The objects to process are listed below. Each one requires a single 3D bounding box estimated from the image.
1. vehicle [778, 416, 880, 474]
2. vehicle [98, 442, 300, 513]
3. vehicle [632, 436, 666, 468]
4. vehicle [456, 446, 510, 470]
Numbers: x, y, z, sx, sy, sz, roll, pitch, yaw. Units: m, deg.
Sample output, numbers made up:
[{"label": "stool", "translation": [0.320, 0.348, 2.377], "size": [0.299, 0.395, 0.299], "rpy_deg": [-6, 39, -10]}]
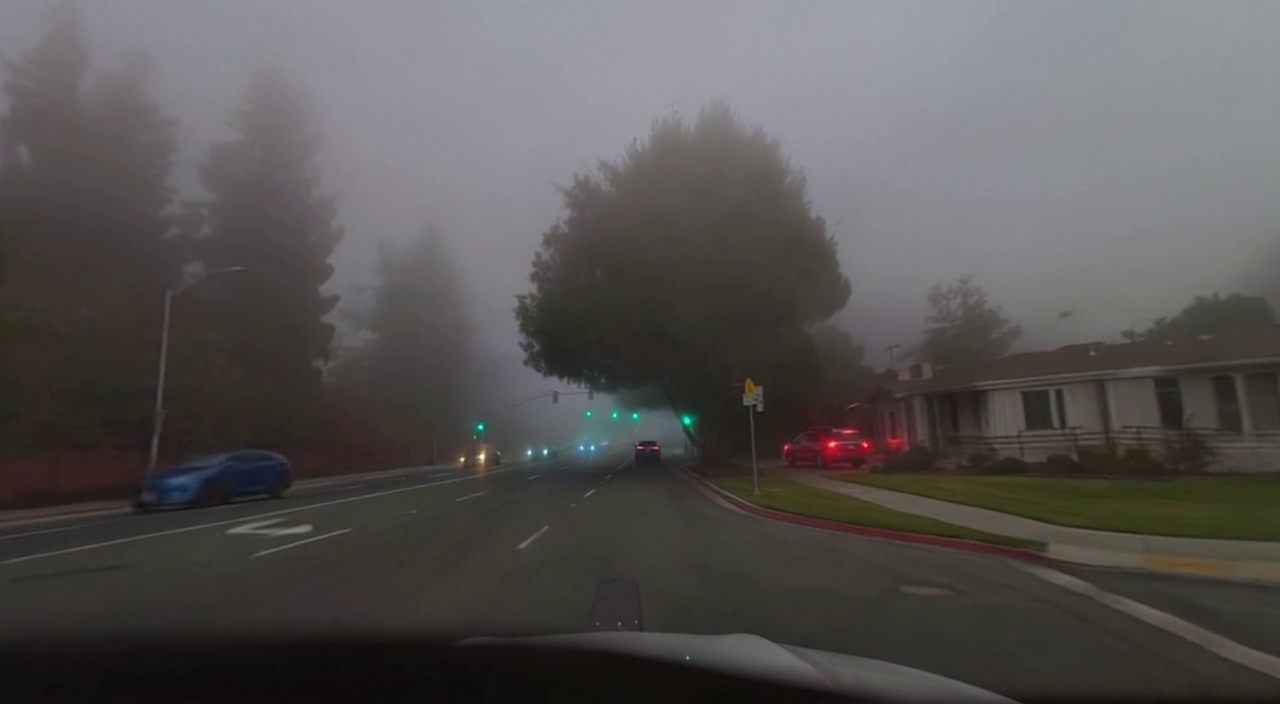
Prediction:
[{"label": "vehicle", "translation": [8.214, 4.164, 28.276], "size": [2.531, 2.263, 6.802], "rpy_deg": [0, -9, 1]}, {"label": "vehicle", "translation": [-12.665, 3.593, 18.637], "size": [2.397, 1.802, 4.855], "rpy_deg": [0, -9, 1]}, {"label": "vehicle", "translation": [0.580, 6.441, 40.809], "size": [2.059, 1.908, 4.714], "rpy_deg": [0, -8, 1]}, {"label": "vehicle", "translation": [-10.777, 7.335, 43.645], "size": [2.176, 1.528, 4.750], "rpy_deg": [-1, -9, 5]}]
